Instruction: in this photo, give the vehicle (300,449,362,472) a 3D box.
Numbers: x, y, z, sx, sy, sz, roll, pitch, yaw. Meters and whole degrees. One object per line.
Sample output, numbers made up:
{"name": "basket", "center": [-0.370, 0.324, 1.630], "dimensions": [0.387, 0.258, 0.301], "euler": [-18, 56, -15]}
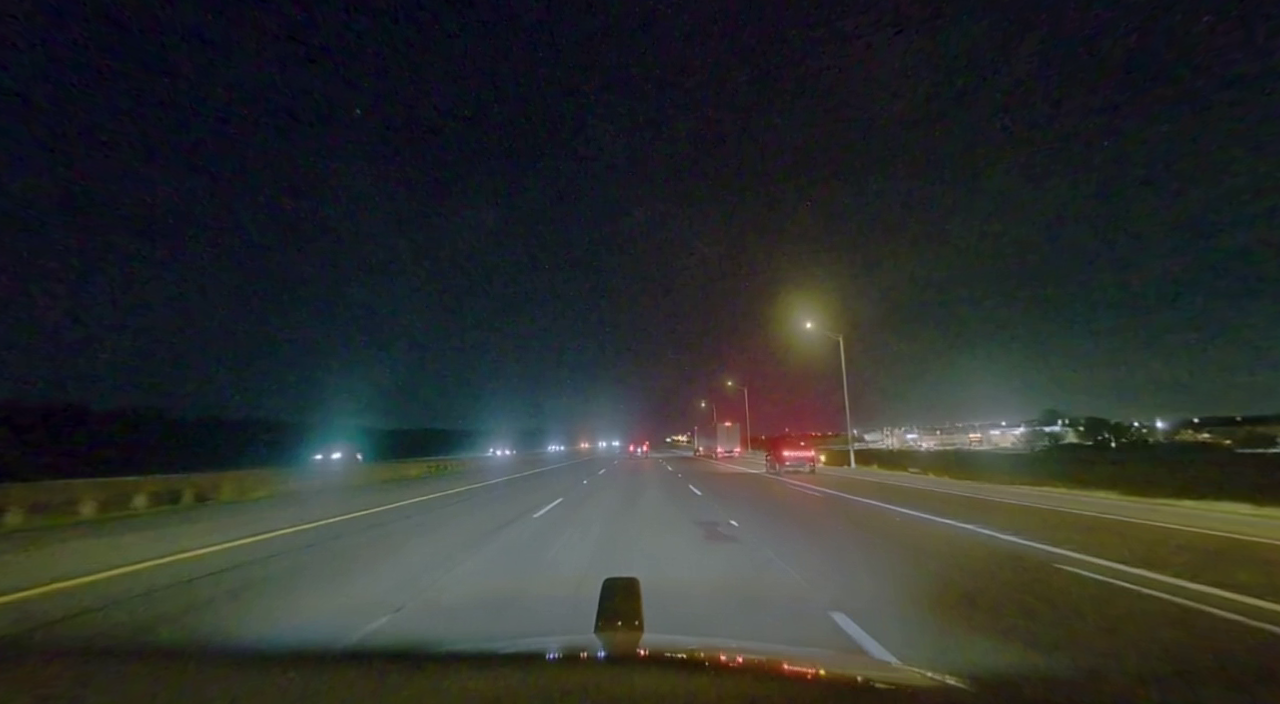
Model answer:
{"name": "vehicle", "center": [-21.666, 7.576, 44.447], "dimensions": [1.911, 1.464, 4.716], "euler": [0, -8, 1]}
